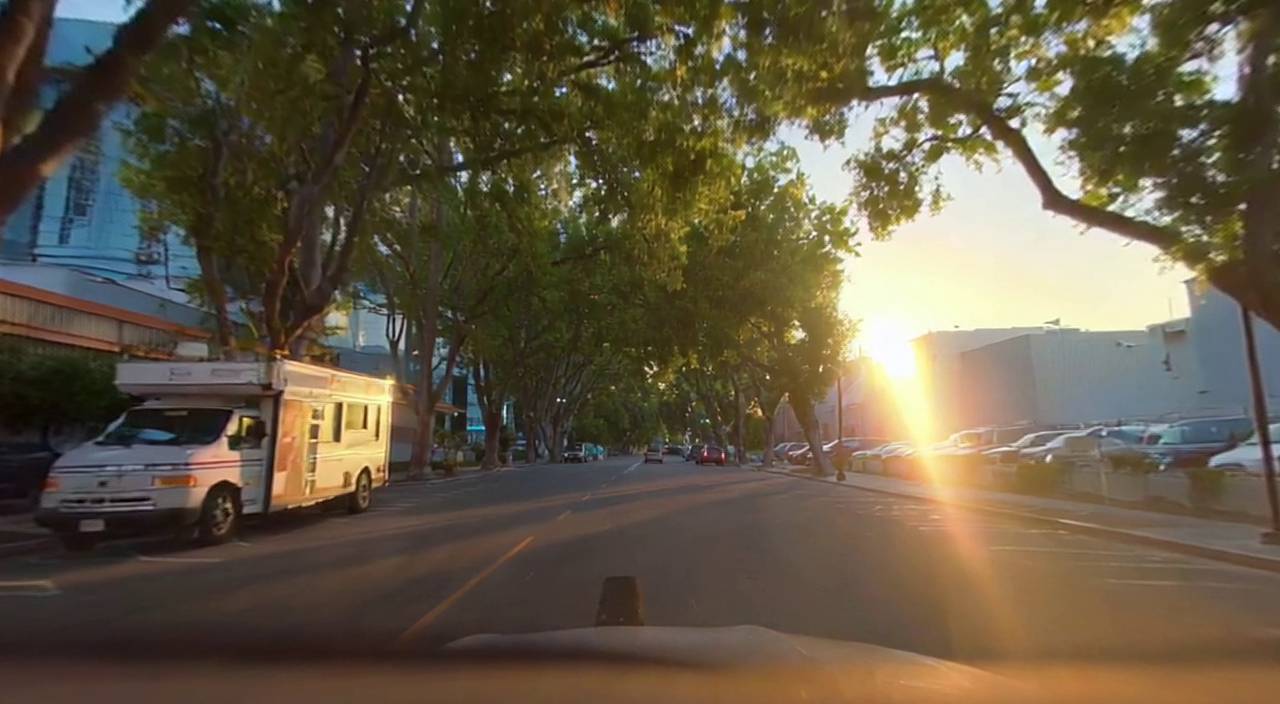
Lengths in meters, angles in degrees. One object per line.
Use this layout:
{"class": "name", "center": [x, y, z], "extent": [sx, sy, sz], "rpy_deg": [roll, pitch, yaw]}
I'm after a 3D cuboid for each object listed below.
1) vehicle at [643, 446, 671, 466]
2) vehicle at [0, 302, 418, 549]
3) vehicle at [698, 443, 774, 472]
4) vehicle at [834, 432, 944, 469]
{"class": "vehicle", "center": [1.265, 7.970, 48.628], "extent": [2.046, 1.445, 4.001], "rpy_deg": [0, -8, -1]}
{"class": "vehicle", "center": [-6.925, 1.456, 11.780], "extent": [2.968, 3.222, 7.036], "rpy_deg": [0, -9, 0]}
{"class": "vehicle", "center": [6.221, 6.759, 40.694], "extent": [4.626, 1.723, 1.939], "rpy_deg": [5, -10, -31]}
{"class": "vehicle", "center": [14.699, 5.825, 37.537], "extent": [5.540, 2.045, 2.259], "rpy_deg": [0, -8, 0]}
